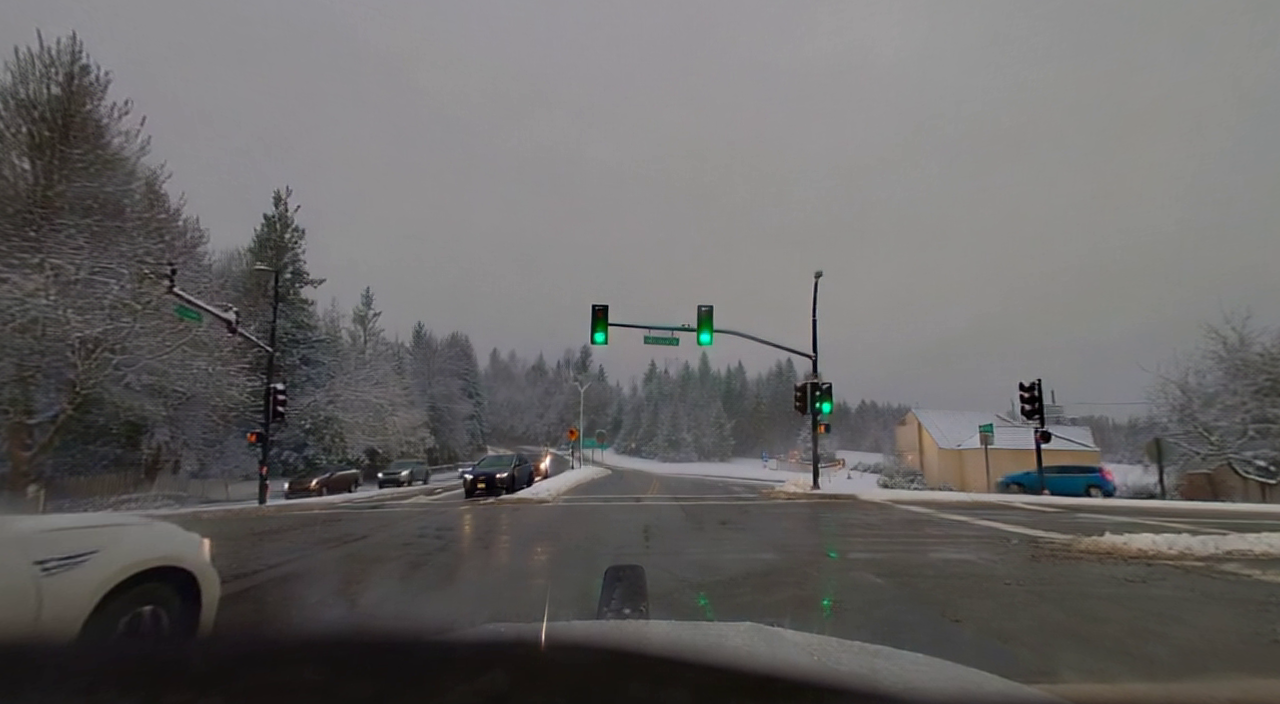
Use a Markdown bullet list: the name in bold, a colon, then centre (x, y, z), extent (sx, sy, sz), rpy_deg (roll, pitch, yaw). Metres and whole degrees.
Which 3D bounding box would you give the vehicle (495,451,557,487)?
- **vehicle**: centre (-5.116, 5.293, 28.892), extent (2.107, 1.456, 4.728), rpy_deg (0, -8, -2)

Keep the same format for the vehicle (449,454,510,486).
- **vehicle**: centre (-8.049, 5.971, 32.081), extent (1.960, 1.433, 4.213), rpy_deg (0, -8, 1)

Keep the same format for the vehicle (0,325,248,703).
- **vehicle**: centre (-3.465, 0.655, 1.365), extent (2.242, 1.761, 4.505), rpy_deg (0, -8, 1)

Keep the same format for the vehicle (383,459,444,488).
- **vehicle**: centre (-16.706, 8.951, 46.798), extent (2.111, 1.925, 4.507), rpy_deg (-2, -9, 13)

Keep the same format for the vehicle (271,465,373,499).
- **vehicle**: centre (-19.374, 7.901, 38.660), extent (2.050, 1.755, 5.135), rpy_deg (-7, -11, 36)

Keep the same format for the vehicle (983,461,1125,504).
- **vehicle**: centre (17.385, 5.467, 26.752), extent (4.571, 1.621, 2.113), rpy_deg (-3, -9, 20)
